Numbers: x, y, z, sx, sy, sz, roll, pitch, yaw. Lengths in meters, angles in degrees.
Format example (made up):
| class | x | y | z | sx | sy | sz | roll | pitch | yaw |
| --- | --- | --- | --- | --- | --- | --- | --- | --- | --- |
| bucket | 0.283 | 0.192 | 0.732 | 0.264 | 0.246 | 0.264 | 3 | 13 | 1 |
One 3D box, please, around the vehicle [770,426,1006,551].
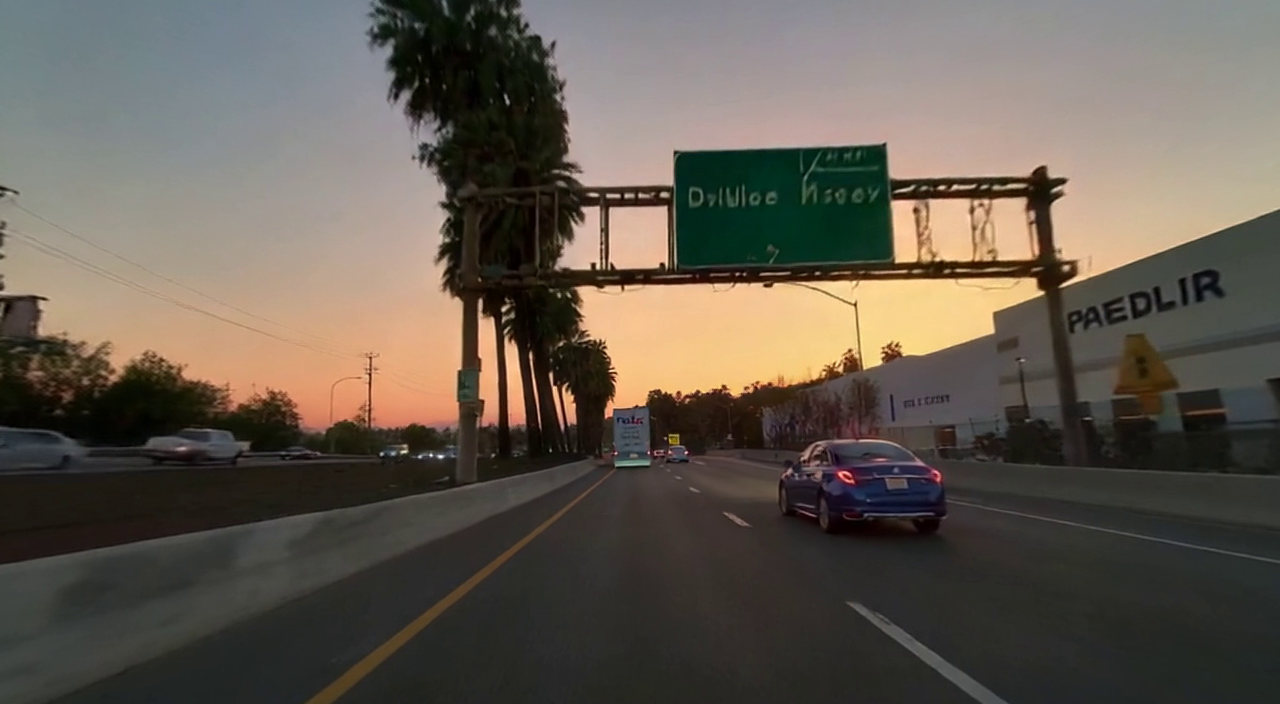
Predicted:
| class | x | y | z | sx | sy | sz | roll | pitch | yaw |
| --- | --- | --- | --- | --- | --- | --- | --- | --- | --- |
| vehicle | 3.578 | 2.052 | 10.118 | 1.966 | 1.558 | 4.238 | 0 | -9 | -1 |
